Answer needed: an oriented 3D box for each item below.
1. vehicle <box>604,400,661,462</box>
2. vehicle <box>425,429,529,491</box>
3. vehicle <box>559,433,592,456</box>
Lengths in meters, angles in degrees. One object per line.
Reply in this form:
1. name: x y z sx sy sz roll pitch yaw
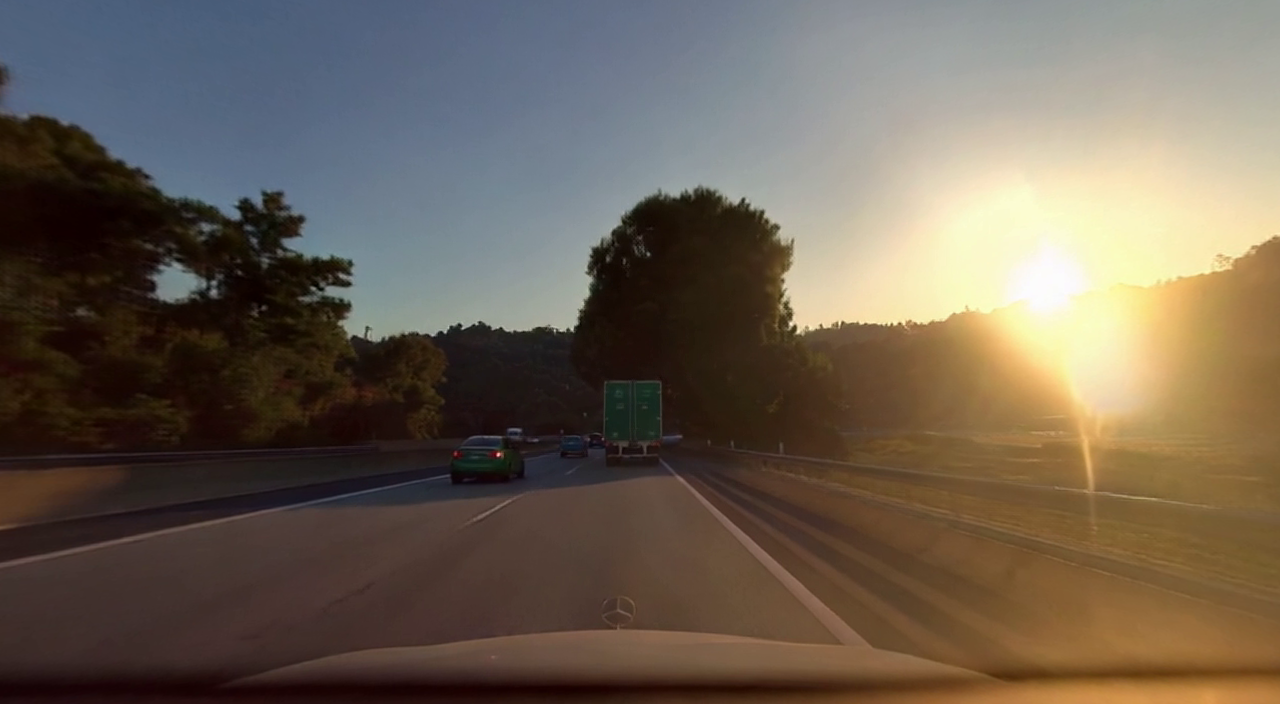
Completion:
1. vehicle: -0.299 3.292 26.247 2.319 2.461 1.270 0 -8 0
2. vehicle: -4.445 2.986 17.810 1.909 1.520 3.897 0 -8 0
3. vehicle: -5.037 7.335 49.948 2.138 1.697 4.587 0 -8 0
